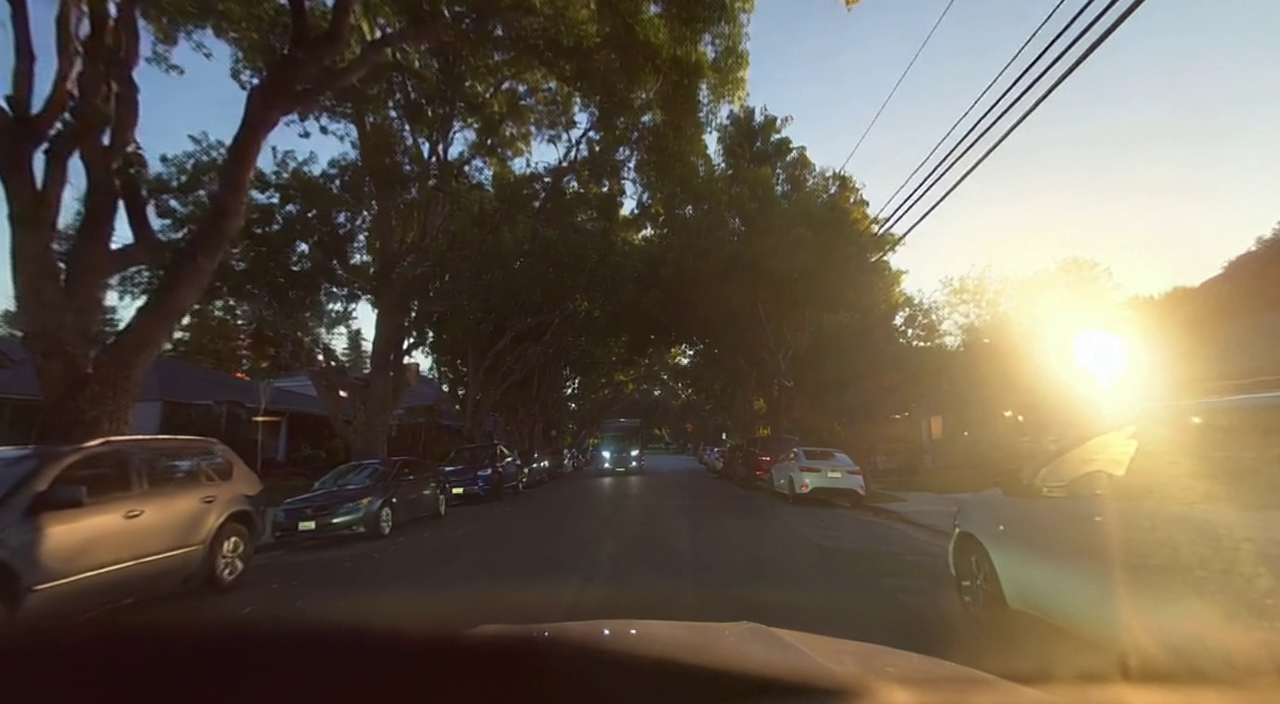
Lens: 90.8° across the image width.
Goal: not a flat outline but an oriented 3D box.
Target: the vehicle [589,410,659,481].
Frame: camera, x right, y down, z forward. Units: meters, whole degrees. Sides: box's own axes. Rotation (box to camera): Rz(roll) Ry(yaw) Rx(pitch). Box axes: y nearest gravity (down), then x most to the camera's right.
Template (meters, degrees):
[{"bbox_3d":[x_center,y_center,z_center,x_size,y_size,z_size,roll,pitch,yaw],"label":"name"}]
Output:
[{"bbox_3d":[-0.552,4.311,29.201,2.716,2.887,6.781,-1,-8,3],"label":"vehicle"}]

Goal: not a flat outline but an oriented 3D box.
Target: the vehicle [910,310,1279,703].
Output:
[{"bbox_3d":[3.541,0.931,3.285,2.182,1.900,4.779,0,-8,1],"label":"vehicle"}]

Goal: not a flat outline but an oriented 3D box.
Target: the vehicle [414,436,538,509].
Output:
[{"bbox_3d":[-4.527,3.397,18.461,2.002,1.781,5.380,0,-8,2],"label":"vehicle"}]

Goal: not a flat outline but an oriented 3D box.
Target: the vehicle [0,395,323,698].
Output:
[{"bbox_3d":[-4.982,1.373,5.132,2.203,1.815,4.972,0,-8,0],"label":"vehicle"}]

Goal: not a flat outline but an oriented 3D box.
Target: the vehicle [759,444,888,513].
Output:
[{"bbox_3d":[4.358,3.044,15.783,1.813,1.468,4.267,0,-8,-2],"label":"vehicle"}]

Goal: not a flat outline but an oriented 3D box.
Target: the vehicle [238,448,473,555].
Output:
[{"bbox_3d":[-4.674,2.477,11.377,1.861,1.474,4.749,0,-8,3],"label":"vehicle"}]
